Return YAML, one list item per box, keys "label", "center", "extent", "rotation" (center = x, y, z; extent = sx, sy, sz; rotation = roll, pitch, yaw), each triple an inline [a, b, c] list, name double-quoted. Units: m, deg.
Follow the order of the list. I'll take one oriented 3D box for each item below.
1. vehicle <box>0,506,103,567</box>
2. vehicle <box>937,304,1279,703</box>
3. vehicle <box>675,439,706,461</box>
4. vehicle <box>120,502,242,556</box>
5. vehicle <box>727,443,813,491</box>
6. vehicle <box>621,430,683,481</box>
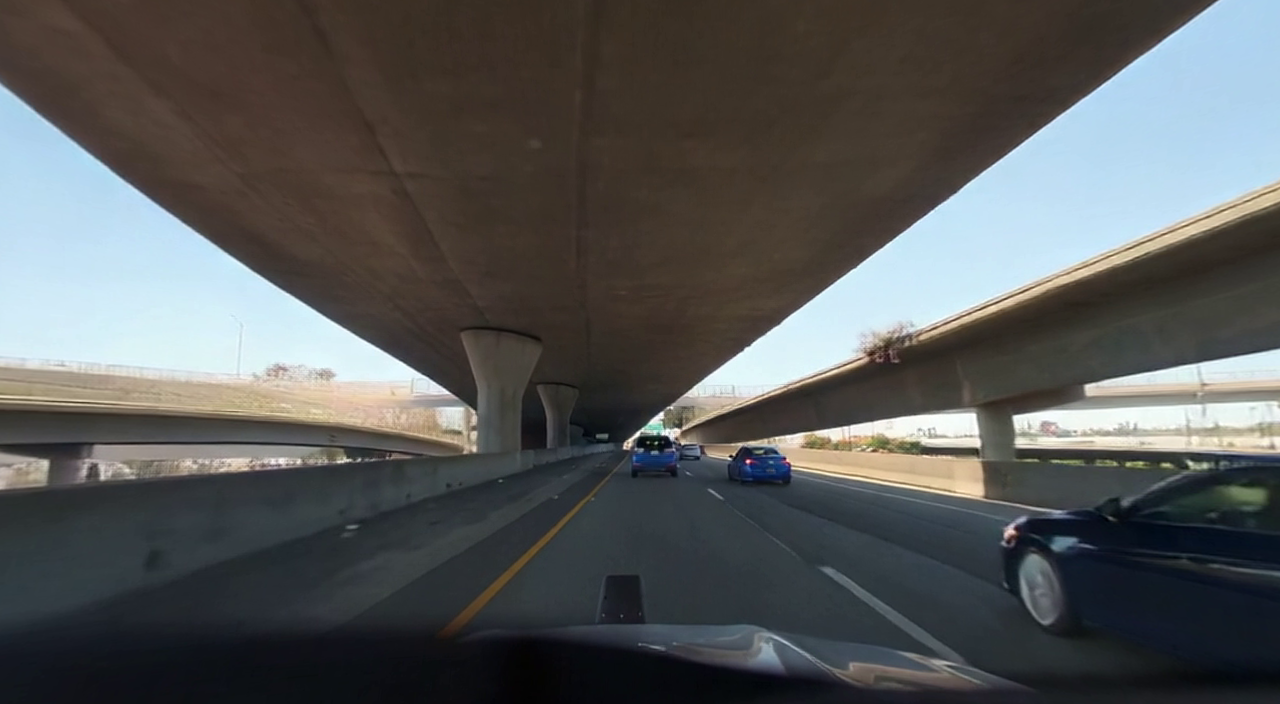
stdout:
- label: "vehicle"
  center: [-22.921, 6.785, 23.376]
  extent: [1.920, 1.675, 4.655]
  rotation: [1, -9, -3]
- label: "vehicle"
  center: [4.106, 0.861, 3.215]
  extent: [2.404, 2.014, 5.655]
  rotation: [0, -9, 0]
- label: "vehicle"
  center: [3.947, 7.733, 49.760]
  extent: [2.047, 1.700, 4.069]
  rotation: [0, -9, -1]
- label: "vehicle"
  center: [-19.132, 7.356, 26.518]
  extent: [1.939, 1.689, 4.298]
  rotation: [1, -9, -1]
- label: "vehicle"
  center: [4.385, 3.940, 21.959]
  extent: [2.047, 1.500, 4.017]
  rotation: [1, -9, -2]
- label: "vehicle"
  center: [0.458, 4.162, 25.493]
  extent: [2.264, 1.841, 4.583]
  rotation: [0, -9, 0]
